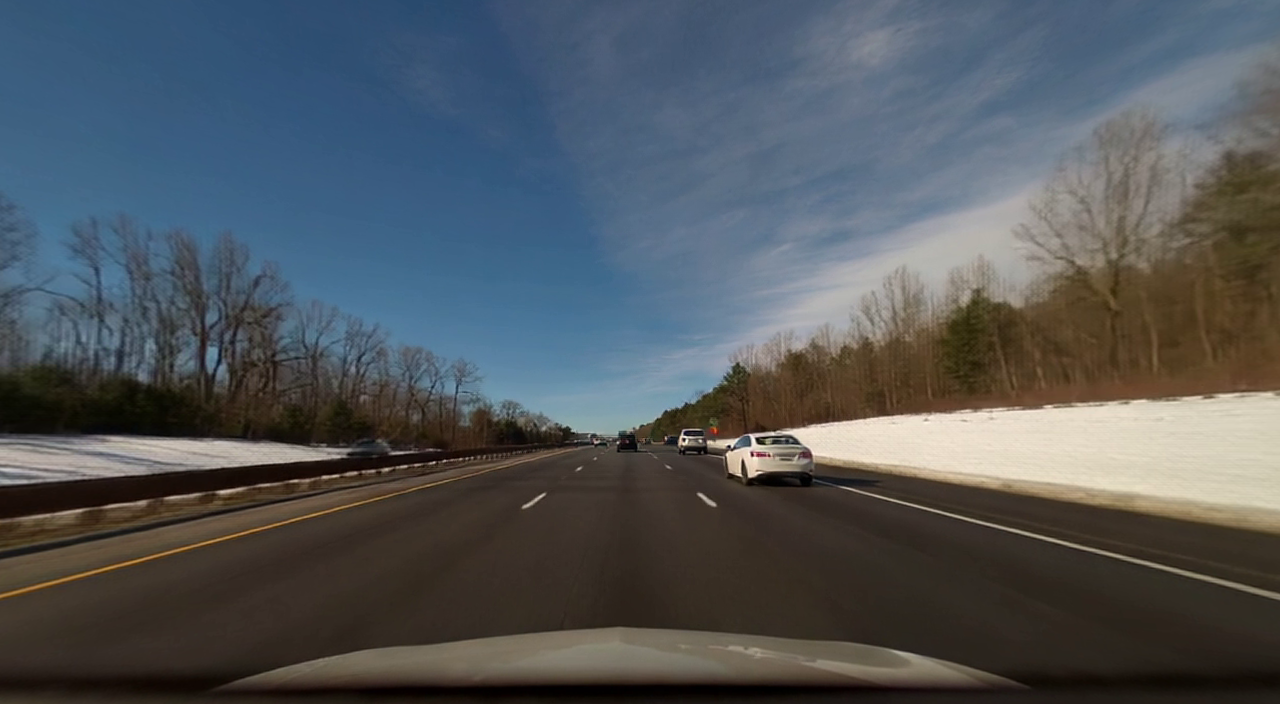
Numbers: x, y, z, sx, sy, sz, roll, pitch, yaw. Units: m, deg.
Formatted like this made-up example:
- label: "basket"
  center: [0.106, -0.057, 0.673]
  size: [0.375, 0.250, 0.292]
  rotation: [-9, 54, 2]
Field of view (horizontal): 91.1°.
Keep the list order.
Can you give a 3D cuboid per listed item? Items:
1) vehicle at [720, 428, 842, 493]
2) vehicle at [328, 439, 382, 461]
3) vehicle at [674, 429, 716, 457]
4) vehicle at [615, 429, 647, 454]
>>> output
- label: "vehicle"
  center: [3.542, 2.814, 16.808]
  size: [2.056, 1.479, 4.660]
  rotation: [0, -8, -2]
- label: "vehicle"
  center: [-21.122, 7.246, 46.830]
  size: [1.905, 1.558, 4.454]
  rotation: [0, -8, 0]
- label: "vehicle"
  center: [3.404, 5.708, 39.553]
  size: [2.098, 1.677, 4.275]
  rotation: [0, -8, -2]
- label: "vehicle"
  center: [-0.647, 6.369, 44.746]
  size: [2.182, 1.680, 4.253]
  rotation: [0, -8, -1]
